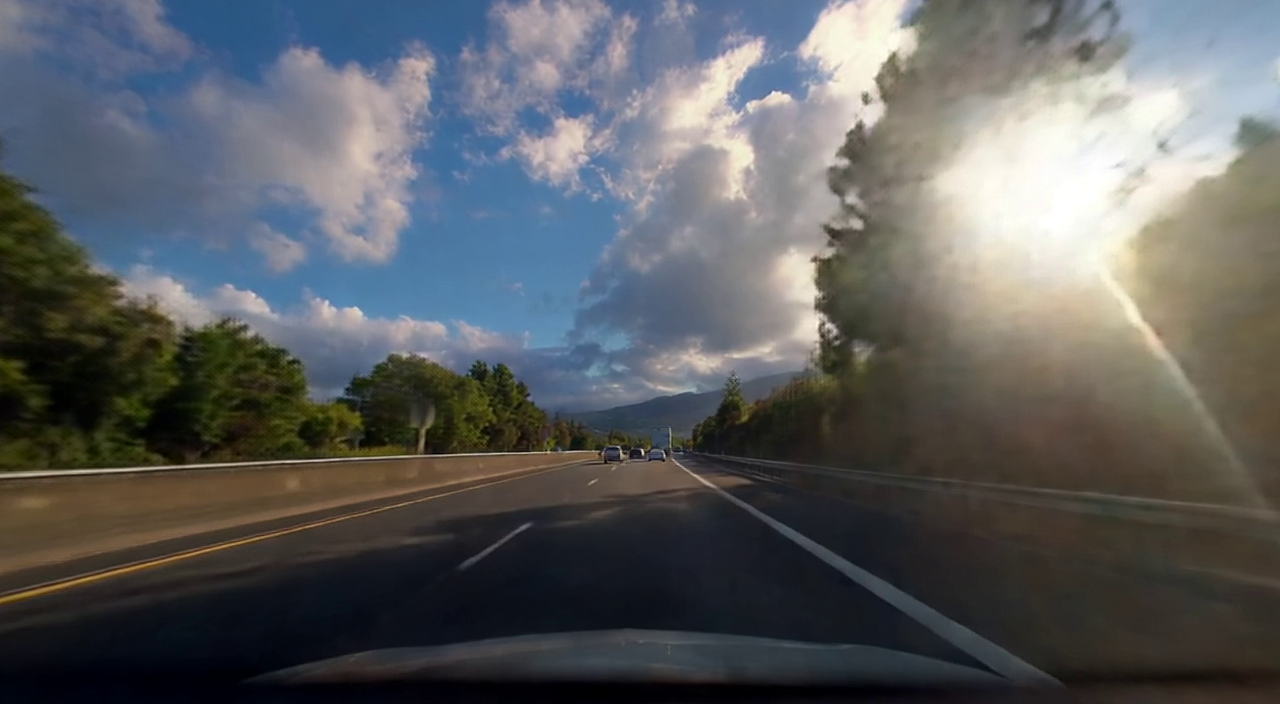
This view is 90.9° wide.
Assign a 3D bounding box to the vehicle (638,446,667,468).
[{"bbox_3d":[0.876,7.385,44.407,1.934,1.488,3.832,0,-9,1],"label":"vehicle"}]
